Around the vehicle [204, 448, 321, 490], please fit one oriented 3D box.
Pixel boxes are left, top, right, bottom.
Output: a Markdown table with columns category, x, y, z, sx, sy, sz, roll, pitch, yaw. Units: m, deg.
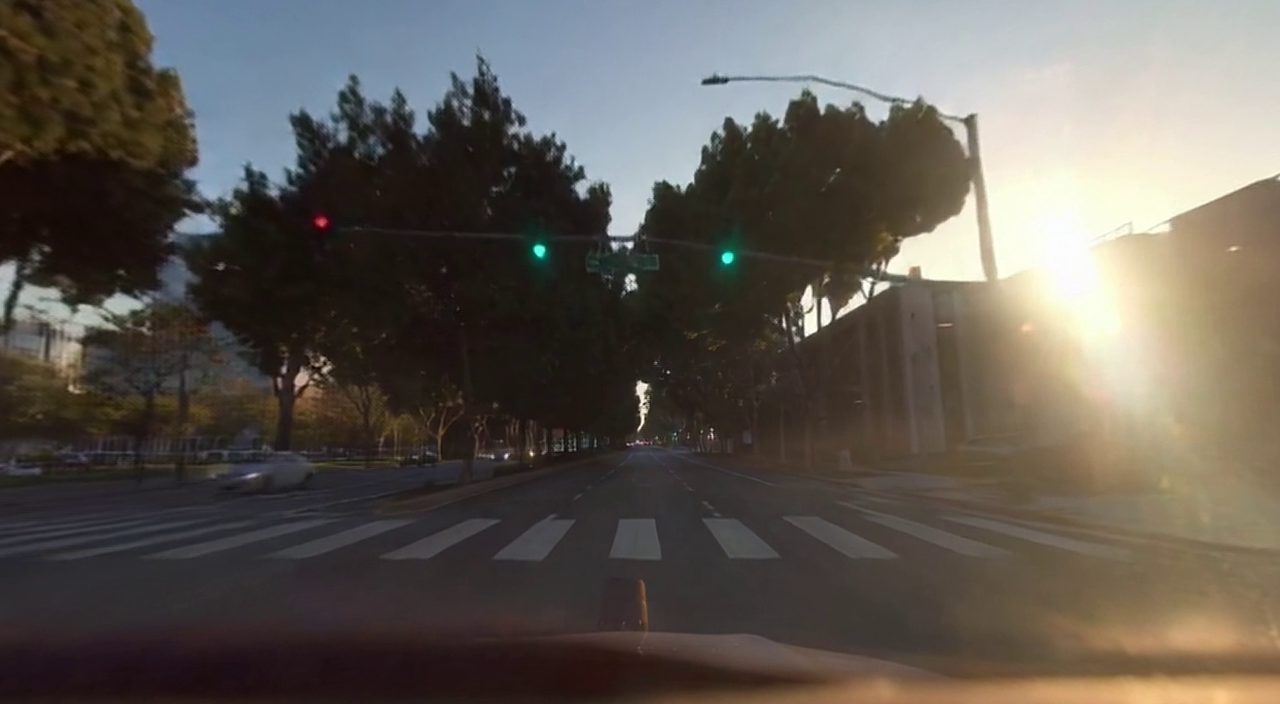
| category | x | y | z | sx | sy | sz | roll | pitch | yaw |
| --- | --- | --- | --- | --- | --- | --- | --- | --- | --- |
| vehicle | -15.071 | 4.671 | 25.394 | 1.920 | 1.499 | 4.378 | 0 | -8 | 1 |
